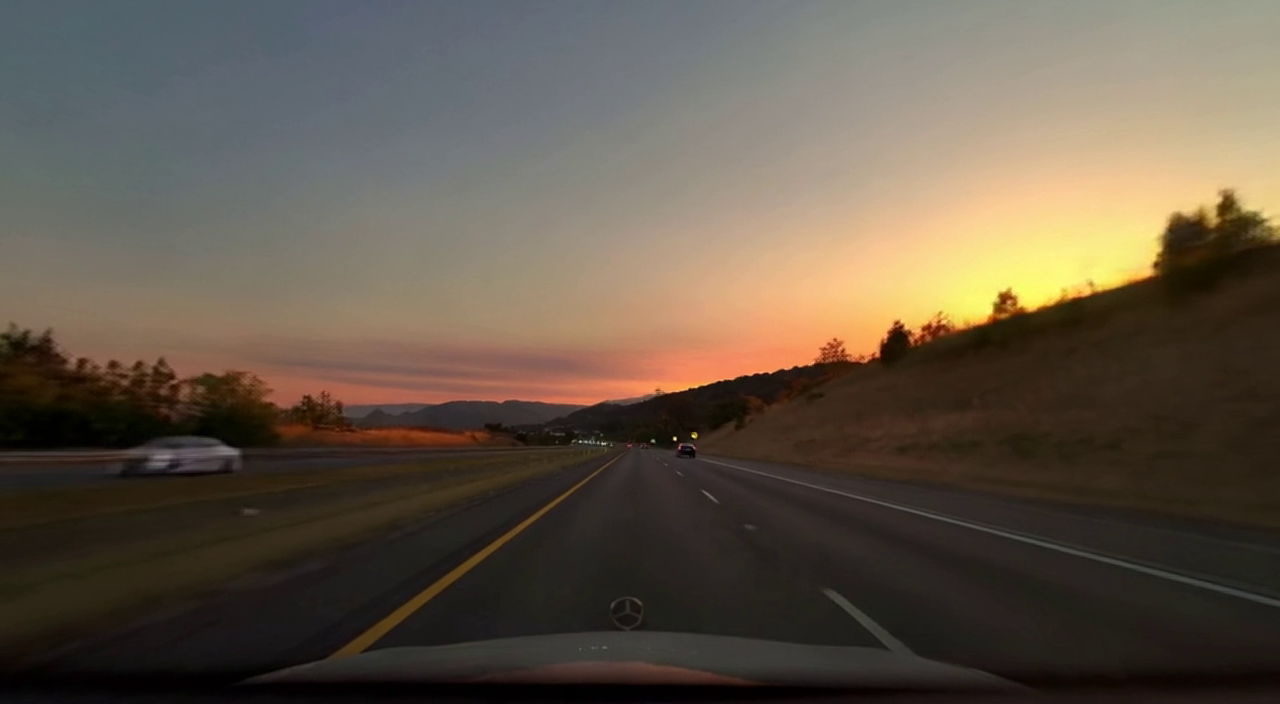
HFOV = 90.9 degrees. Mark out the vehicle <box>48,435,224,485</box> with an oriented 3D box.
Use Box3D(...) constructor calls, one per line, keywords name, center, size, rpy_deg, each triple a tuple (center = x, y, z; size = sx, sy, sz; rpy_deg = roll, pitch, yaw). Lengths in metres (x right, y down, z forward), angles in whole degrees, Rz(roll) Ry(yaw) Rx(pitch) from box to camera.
Box3D(name="vehicle", center=(-17.448, 3.754, 22.285), size=(2.123, 1.526, 4.995), rpy_deg=(0, -8, 0))
